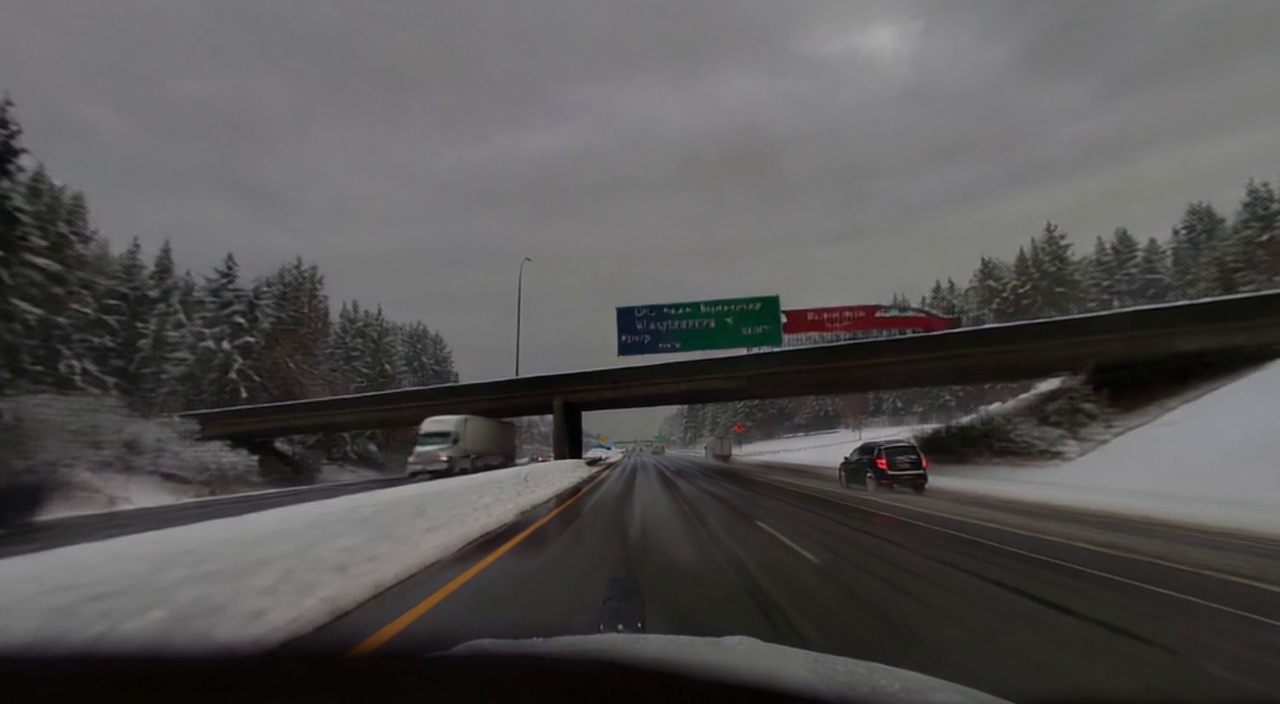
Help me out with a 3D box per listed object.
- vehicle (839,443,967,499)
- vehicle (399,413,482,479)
[{"bbox_3d":[7.658,3.492,18.872,1.987,1.473,4.244,0,-9,0],"label":"vehicle"},{"bbox_3d":[-12.576,6.050,40.500,2.948,3.836,6.895,0,-9,0],"label":"vehicle"}]
